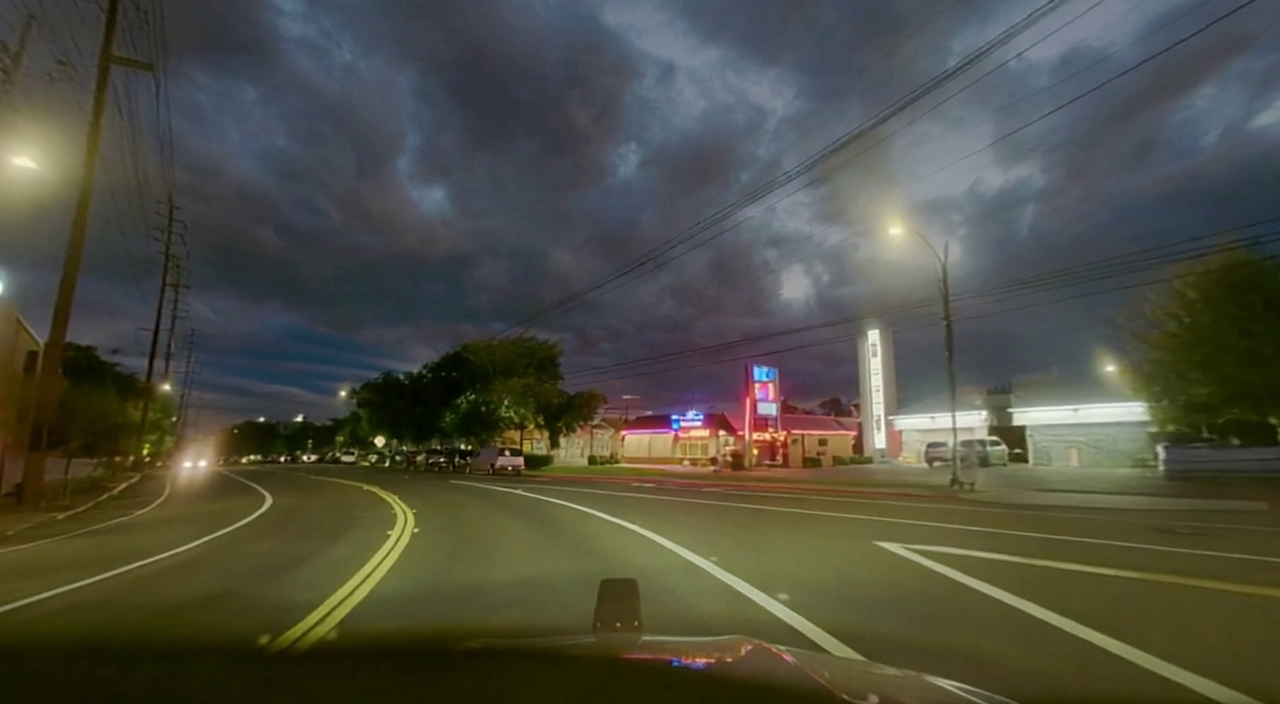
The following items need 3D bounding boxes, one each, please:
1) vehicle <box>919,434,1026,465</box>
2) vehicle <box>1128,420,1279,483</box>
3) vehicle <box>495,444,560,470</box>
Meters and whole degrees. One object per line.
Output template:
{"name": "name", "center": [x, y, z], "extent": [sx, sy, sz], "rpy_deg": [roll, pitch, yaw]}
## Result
{"name": "vehicle", "center": [17.247, 5.071, 32.801], "extent": [4.454, 1.504, 1.970], "rpy_deg": [0, -8, -2]}
{"name": "vehicle", "center": [17.898, 2.976, 19.006], "extent": [4.543, 1.744, 2.164], "rpy_deg": [0, -8, -3]}
{"name": "vehicle", "center": [-7.092, 6.705, 40.397], "extent": [2.074, 1.526, 4.853], "rpy_deg": [-3, -9, 17]}
